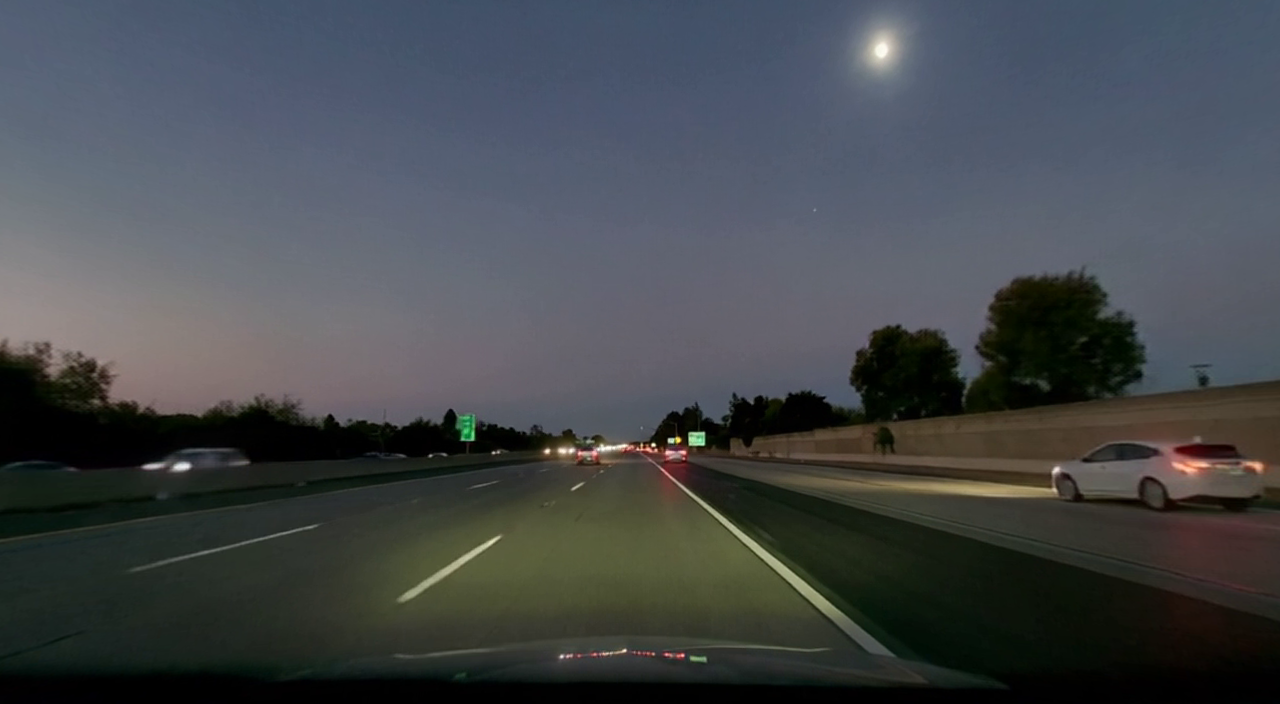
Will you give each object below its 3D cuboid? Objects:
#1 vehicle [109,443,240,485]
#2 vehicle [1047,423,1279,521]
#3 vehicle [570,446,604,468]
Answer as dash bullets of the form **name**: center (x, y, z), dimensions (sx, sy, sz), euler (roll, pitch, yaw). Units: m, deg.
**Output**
- **vehicle**: center (-19.829, 4.763, 27.245), dimensions (1.902, 1.599, 4.863), euler (0, -9, 0)
- **vehicle**: center (12.103, 2.597, 14.225), dimensions (2.344, 1.783, 5.196), euler (0, -9, -1)
- **vehicle**: center (-3.782, 7.524, 45.405), dimensions (2.052, 1.510, 4.301), euler (0, -9, 0)
